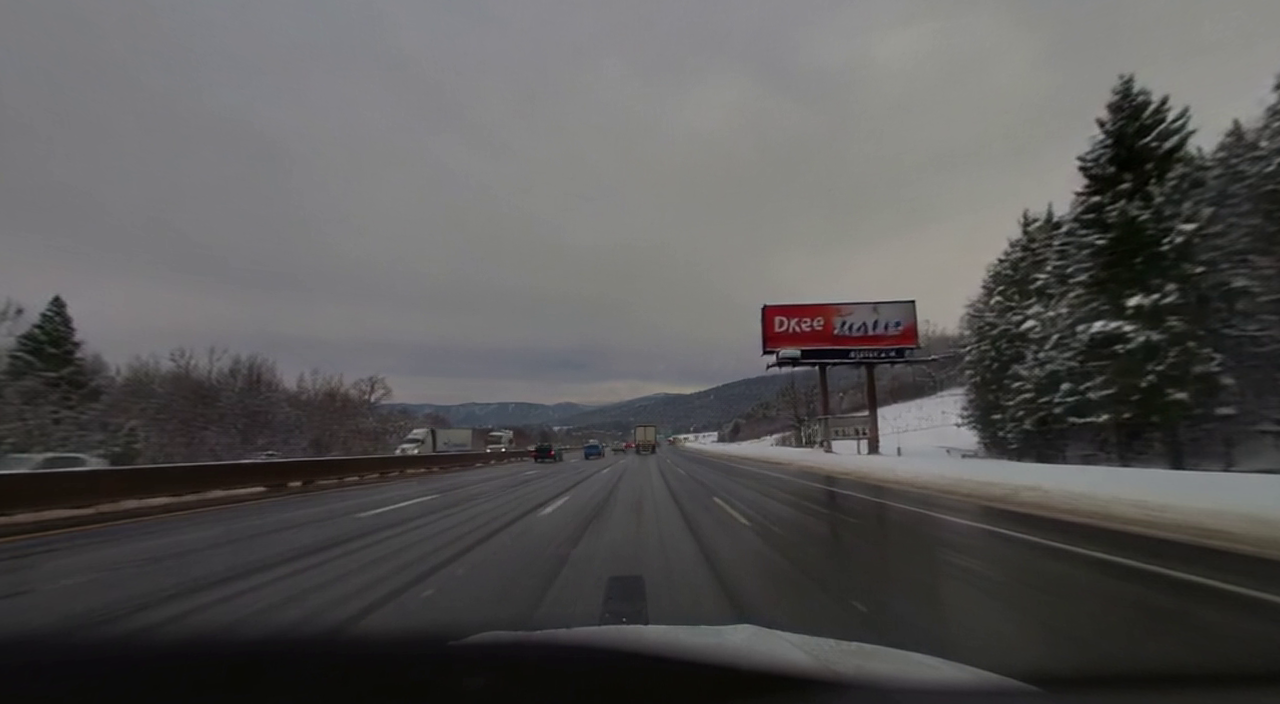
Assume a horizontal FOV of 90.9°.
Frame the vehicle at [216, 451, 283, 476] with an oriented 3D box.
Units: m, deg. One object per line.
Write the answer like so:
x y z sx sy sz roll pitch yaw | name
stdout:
-28.834 8.215 46.761 1.993 1.710 4.553 0 -8 0 | vehicle

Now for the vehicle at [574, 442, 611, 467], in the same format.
-3.042 6.712 41.429 2.042 1.532 4.396 0 -8 0 | vehicle

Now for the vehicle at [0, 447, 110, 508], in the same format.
-17.241 3.320 16.844 1.949 1.507 4.826 0 -8 1 | vehicle

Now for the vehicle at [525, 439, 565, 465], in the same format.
-6.640 7.042 44.590 2.062 1.708 4.458 0 -8 2 | vehicle
